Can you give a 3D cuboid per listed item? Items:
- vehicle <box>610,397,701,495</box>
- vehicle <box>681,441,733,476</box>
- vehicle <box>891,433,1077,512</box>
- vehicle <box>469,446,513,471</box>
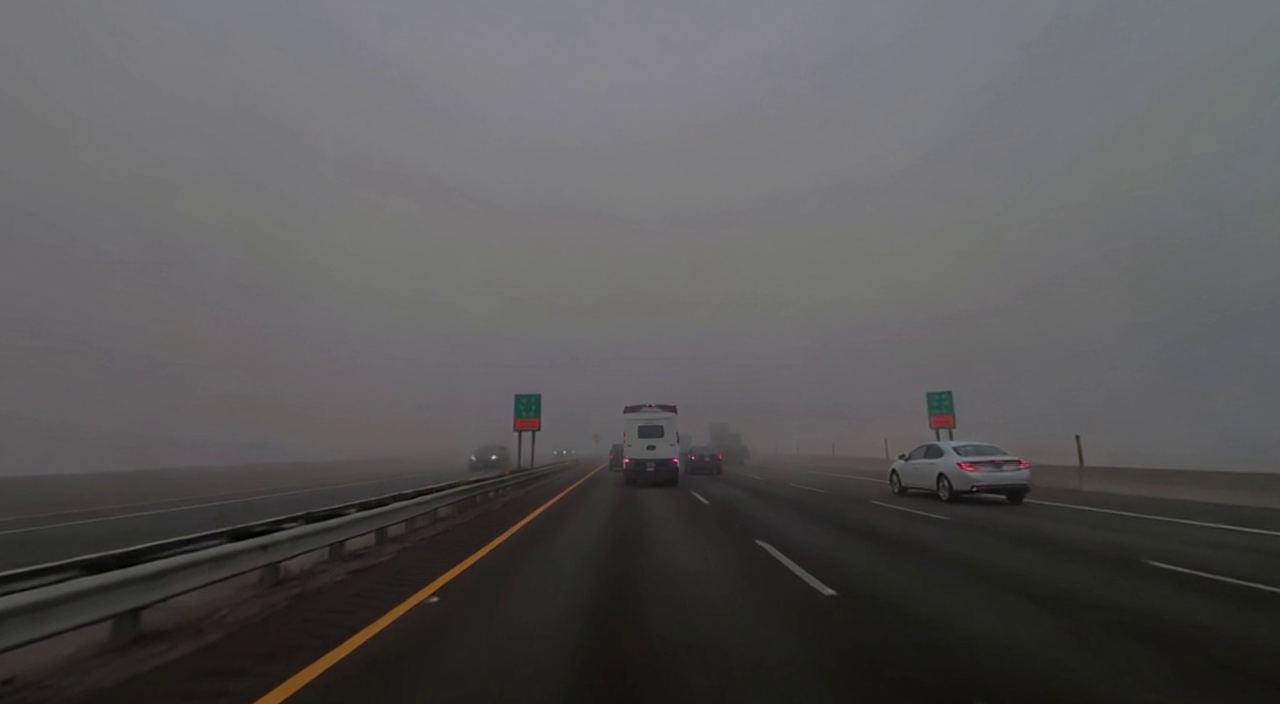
[{"bbox_3d":[0.718,3.131,20.788,2.506,2.743,6.093,-1,-9,6],"label":"vehicle"},{"bbox_3d":[3.318,5.420,31.923,2.127,1.642,3.899,0,-9,-1],"label":"vehicle"},{"bbox_3d":[7.558,2.667,14.286,1.988,1.534,3.763,0,-9,-2],"label":"vehicle"},{"bbox_3d":[-9.941,7.138,42.117,1.918,1.578,4.140,0,-9,0],"label":"vehicle"}]
